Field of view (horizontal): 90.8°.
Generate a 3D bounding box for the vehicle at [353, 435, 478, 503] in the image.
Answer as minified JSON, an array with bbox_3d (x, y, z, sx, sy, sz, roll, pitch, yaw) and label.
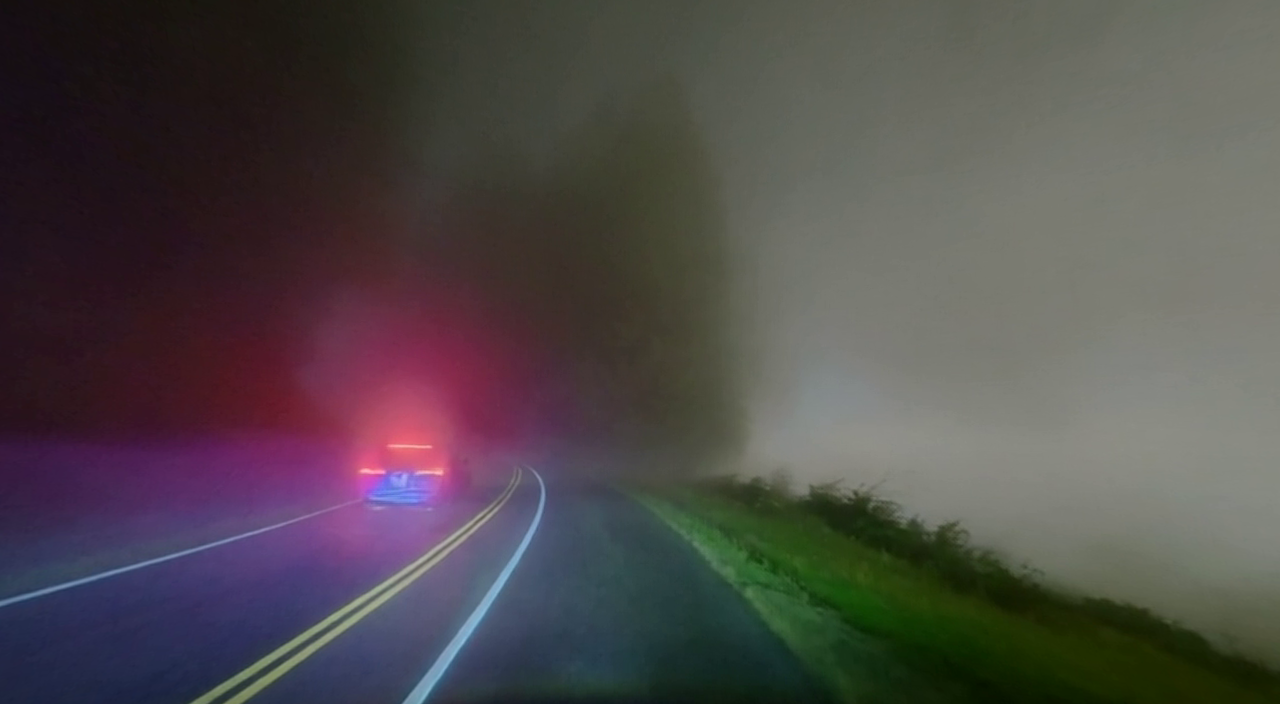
[{"bbox_3d":[-5.526,2.905,16.186,2.042,1.483,4.288,1,-8,-6],"label":"vehicle"}]
